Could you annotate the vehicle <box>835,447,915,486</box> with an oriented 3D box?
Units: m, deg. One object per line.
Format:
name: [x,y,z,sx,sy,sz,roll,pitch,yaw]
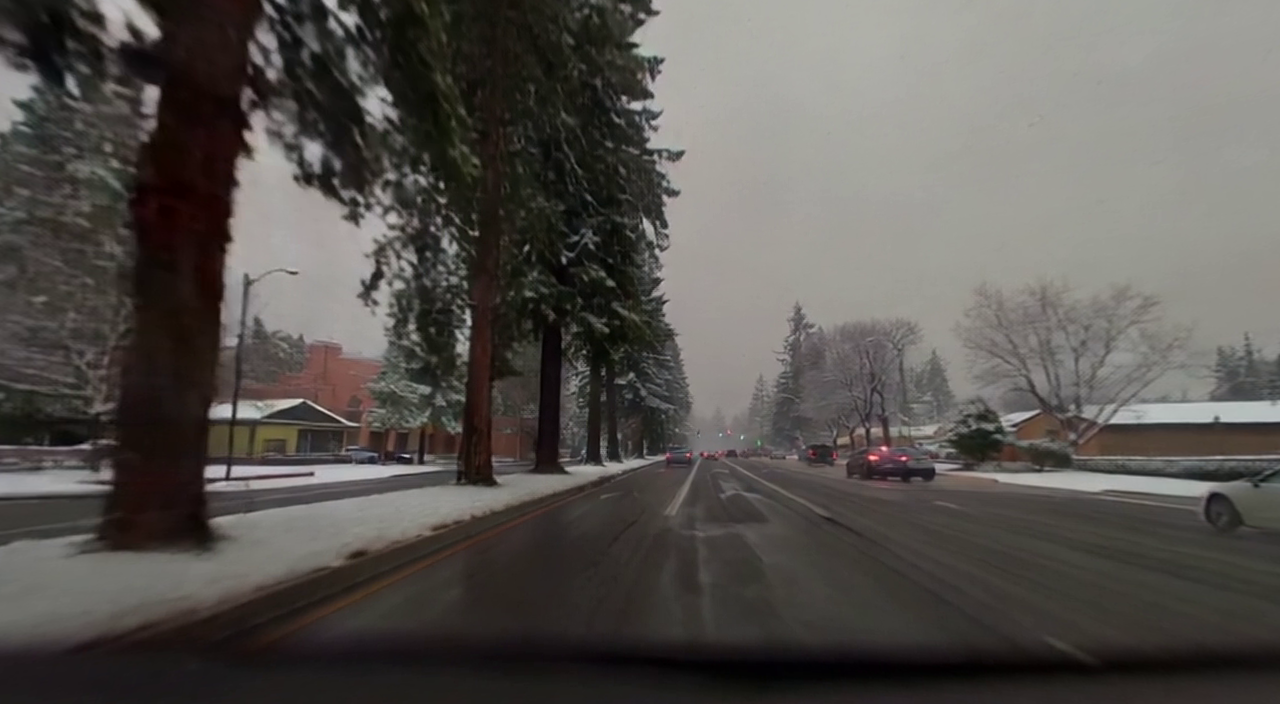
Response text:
vehicle: [9.624,4.695,26.242,2.020,1.472,3.958,-1,-9,4]

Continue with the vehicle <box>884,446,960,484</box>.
vehicle: [13.611,5.446,30.756,1.945,1.687,4.292,-1,-8,4]

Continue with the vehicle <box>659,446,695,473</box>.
vehicle: [2.224,6.430,38.043,2.077,1.477,3.897,0,-8,3]

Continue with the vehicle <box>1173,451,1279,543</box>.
vehicle: [11.606,2.403,10.361,1.888,1.508,4.646,-1,-9,4]
